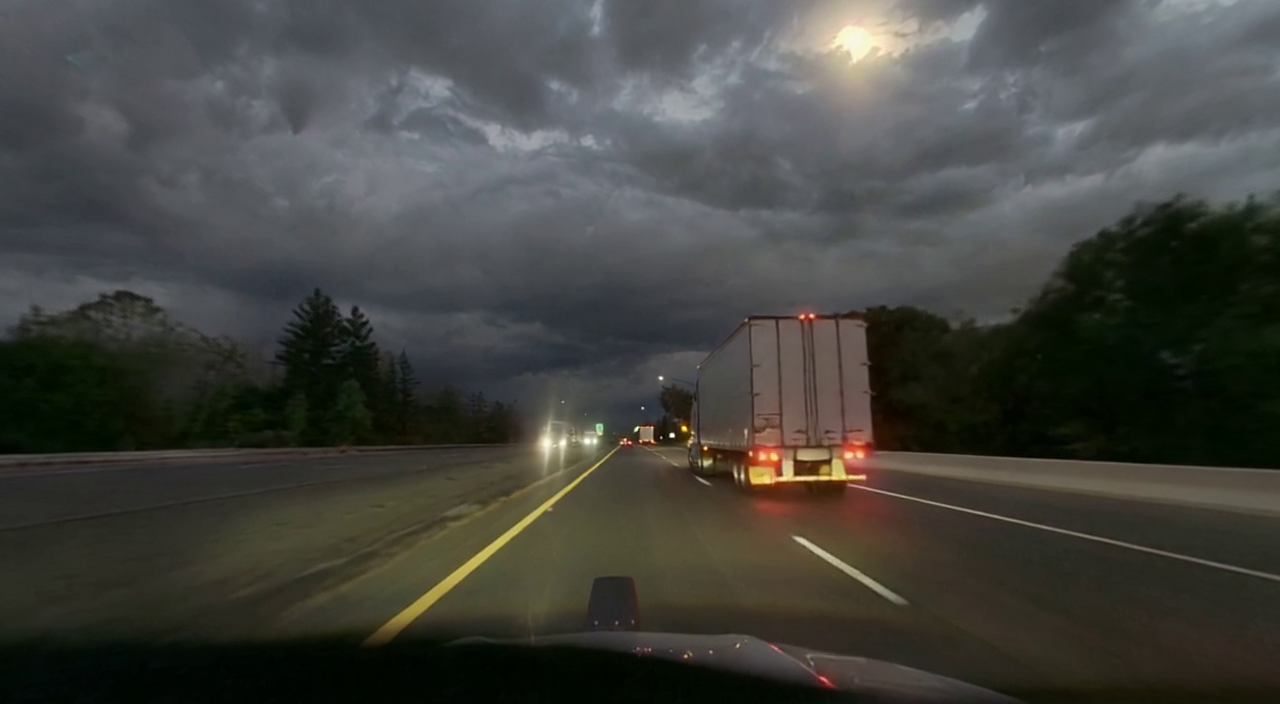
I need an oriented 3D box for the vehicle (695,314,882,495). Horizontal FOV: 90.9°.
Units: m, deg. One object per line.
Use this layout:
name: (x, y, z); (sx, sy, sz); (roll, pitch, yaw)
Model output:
vehicle: (3.705, 1.854, 19.283); (2.911, 3.994, 10.840); (0, -8, -1)
